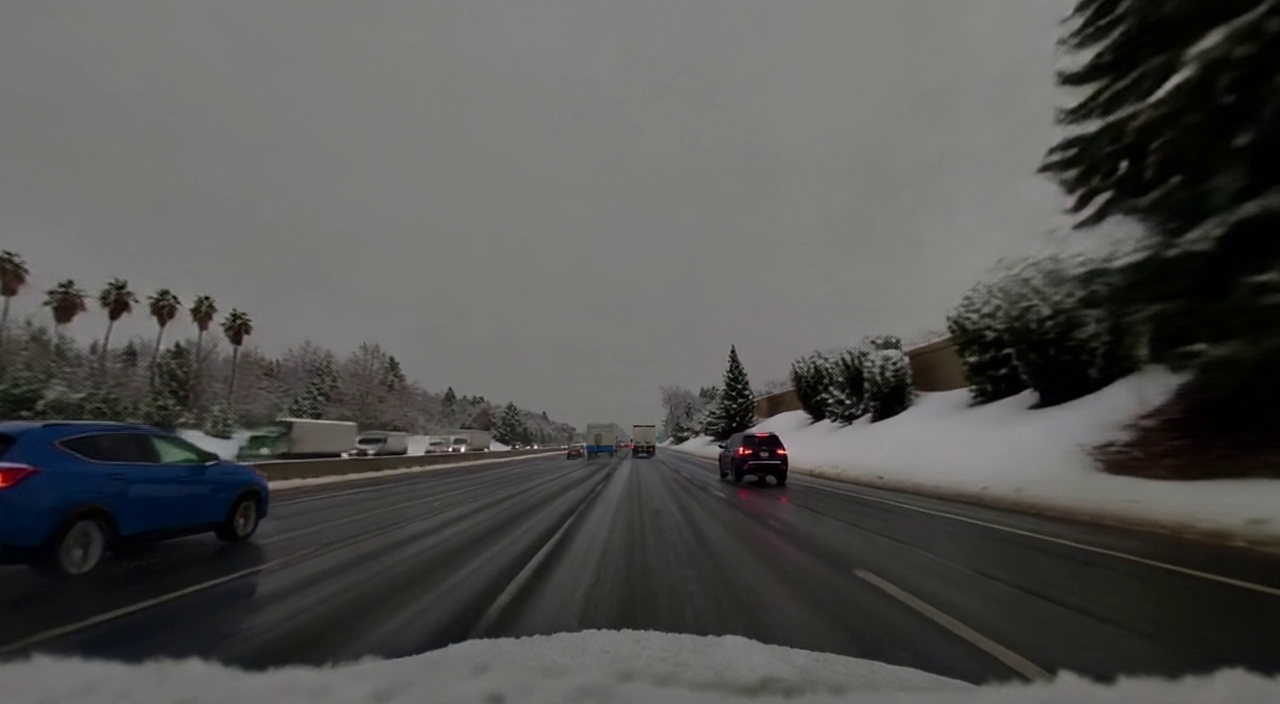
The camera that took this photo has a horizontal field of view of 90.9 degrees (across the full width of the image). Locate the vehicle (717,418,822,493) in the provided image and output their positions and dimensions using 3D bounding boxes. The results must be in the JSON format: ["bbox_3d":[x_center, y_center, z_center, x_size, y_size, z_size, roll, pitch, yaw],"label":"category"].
[{"bbox_3d":[4.165,3.436,21.301,2.408,2.210,4.999,0,-8,-1],"label":"vehicle"}]

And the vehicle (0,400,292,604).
[{"bbox_3d":[-6.763,1.621,7.638,2.289,1.774,4.871,0,-8,0],"label":"vehicle"}]
